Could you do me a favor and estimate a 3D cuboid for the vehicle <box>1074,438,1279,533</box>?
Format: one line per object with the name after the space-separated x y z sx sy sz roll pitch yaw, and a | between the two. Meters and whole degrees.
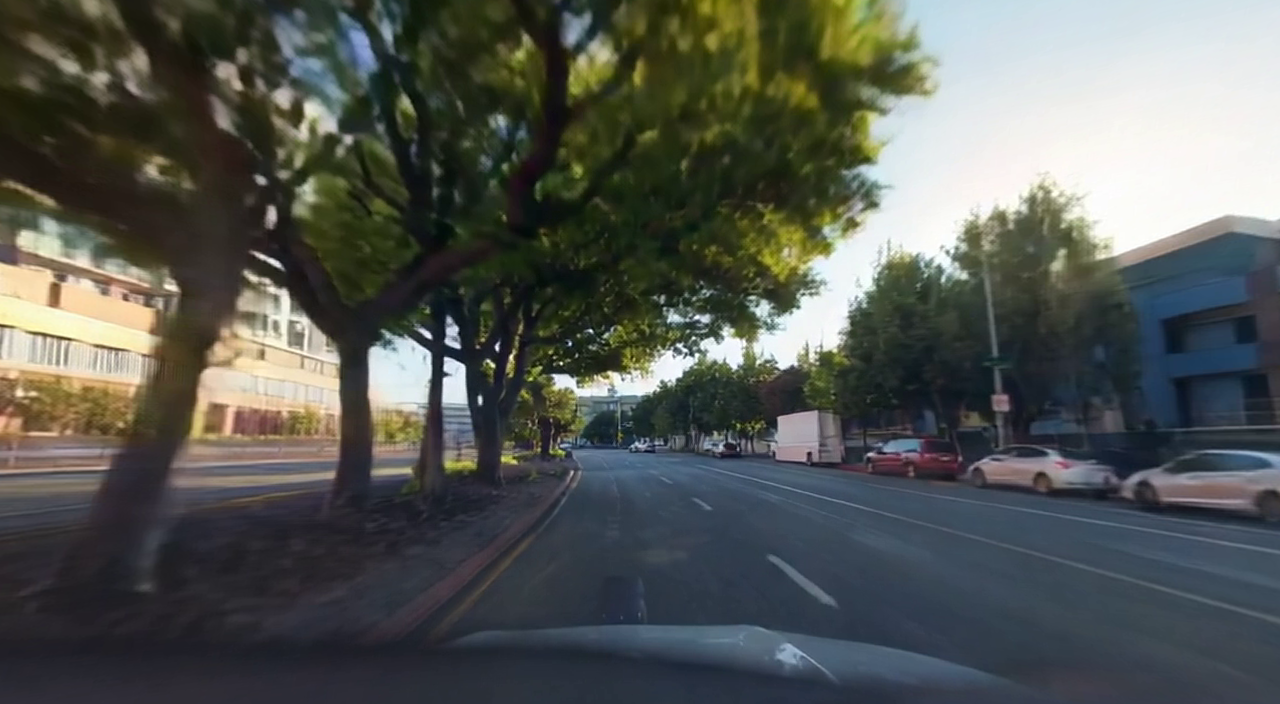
10.857 2.374 11.828 1.895 1.467 4.885 0 -9 -1 | vehicle

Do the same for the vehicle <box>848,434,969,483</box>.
10.355 4.151 24.961 2.050 1.699 5.584 1 -9 -3 | vehicle

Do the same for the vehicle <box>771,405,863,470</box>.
9.620 4.812 35.139 2.853 3.253 6.441 1 -9 -4 | vehicle

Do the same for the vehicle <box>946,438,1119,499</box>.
10.756 3.195 17.785 1.801 1.489 4.339 1 -9 -5 | vehicle

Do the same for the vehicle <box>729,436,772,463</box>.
8.495 7.557 48.919 1.916 1.889 4.675 5 -9 -7 | vehicle
